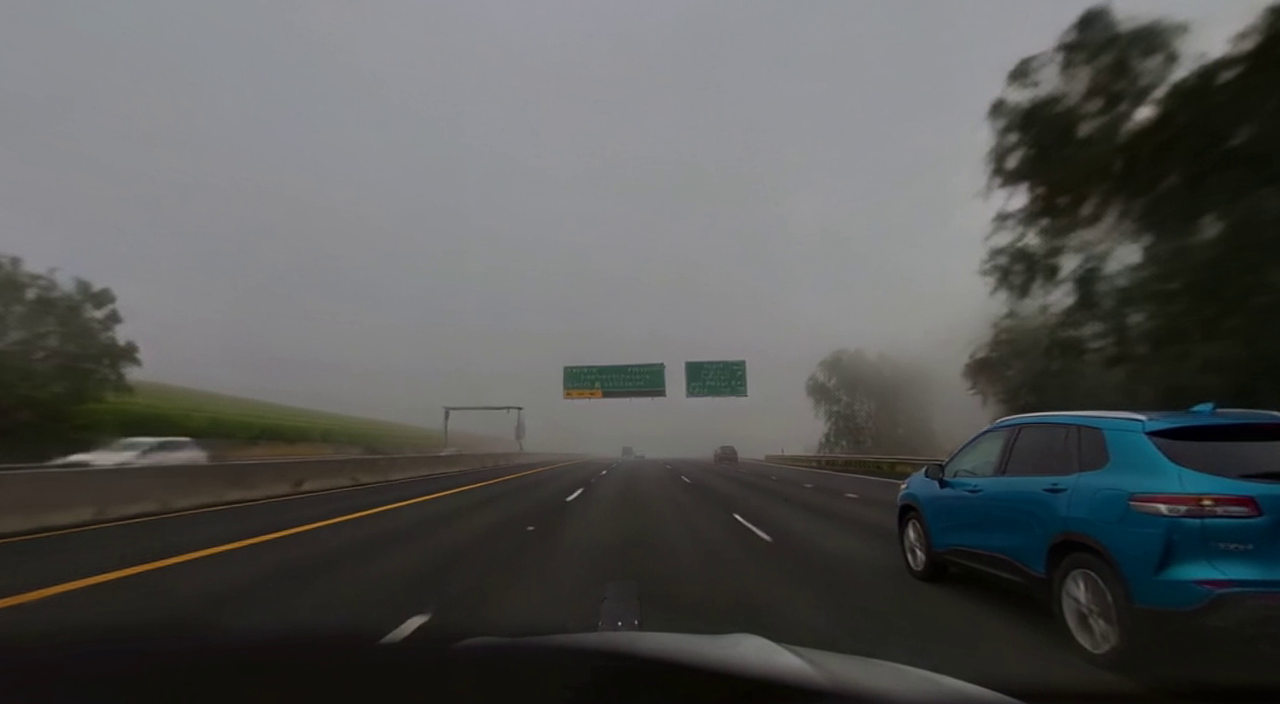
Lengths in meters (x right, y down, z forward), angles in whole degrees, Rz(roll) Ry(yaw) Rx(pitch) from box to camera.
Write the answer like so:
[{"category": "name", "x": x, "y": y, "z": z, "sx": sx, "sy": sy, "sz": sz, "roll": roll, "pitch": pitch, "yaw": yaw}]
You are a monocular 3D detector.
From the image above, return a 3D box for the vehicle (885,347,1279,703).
[{"category": "vehicle", "x": 3.542, "y": 1.149, "z": 4.527, "sx": 1.784, "sy": 1.733, "sz": 4.141, "roll": 0, "pitch": -9, "yaw": -1}]

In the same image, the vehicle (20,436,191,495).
[{"category": "vehicle", "x": -18.453, "y": 3.918, "z": 21.975, "sx": 2.130, "sy": 1.819, "sz": 4.303, "roll": 0, "pitch": -9, "yaw": 0}]
